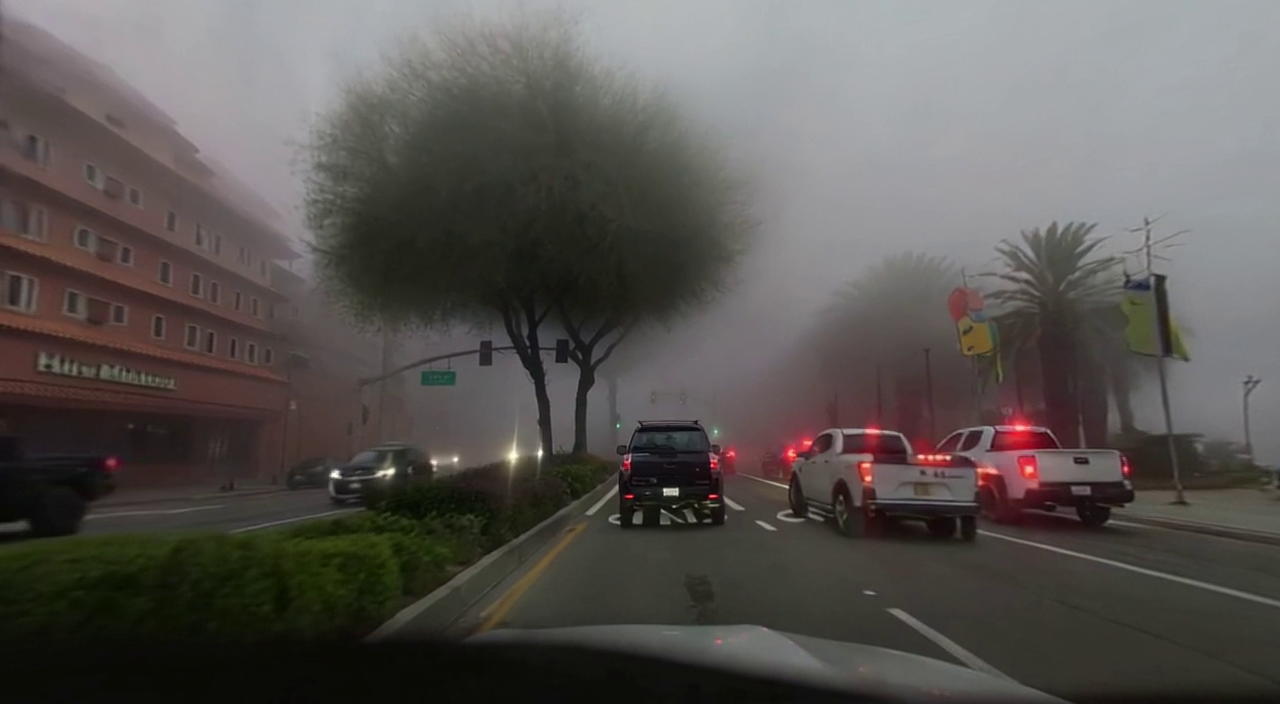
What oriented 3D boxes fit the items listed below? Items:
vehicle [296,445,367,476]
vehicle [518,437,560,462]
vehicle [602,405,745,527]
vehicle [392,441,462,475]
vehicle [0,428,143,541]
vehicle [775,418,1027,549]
[{"bbox_3d":[-18.467,6.490,37.984,1.972,1.694,4.466,0,-9,1],"label":"vehicle"},{"bbox_3d":[-7.387,7.171,46.537,2.050,1.725,4.677,-1,-9,3],"label":"vehicle"},{"bbox_3d":[0.631,2.410,13.848,2.487,2.115,5.444,0,-9,1],"label":"vehicle"},{"bbox_3d":[-11.473,5.720,34.251,2.134,1.699,4.342,-1,-9,2],"label":"vehicle"},{"bbox_3d":[-11.626,2.236,10.727,2.272,1.837,4.892,0,-9,1],"label":"vehicle"},{"bbox_3d":[4.050,2.149,11.024,2.283,1.738,4.916,0,-9,0],"label":"vehicle"}]
